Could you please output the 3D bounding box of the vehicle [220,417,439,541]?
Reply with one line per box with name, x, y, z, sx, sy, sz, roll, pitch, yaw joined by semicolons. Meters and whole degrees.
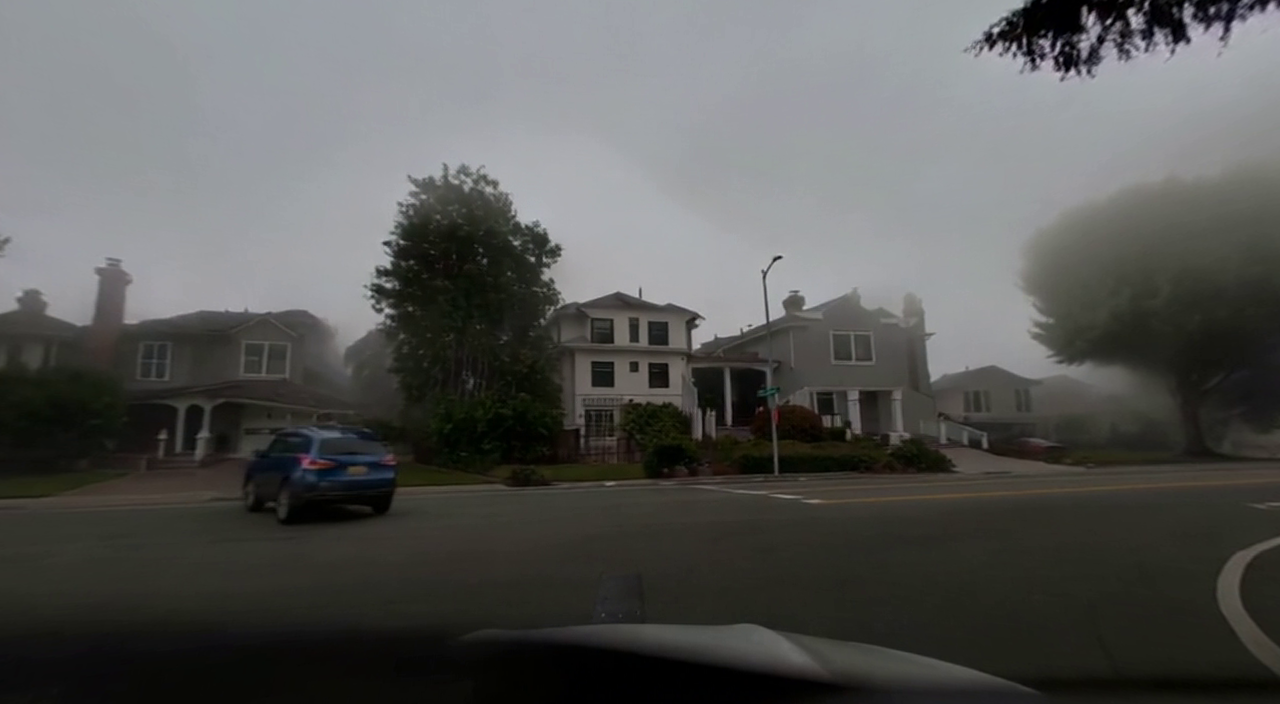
vehicle;-5.557;2.100;11.072;2.145;1.695;4.210;8;-12;-43
